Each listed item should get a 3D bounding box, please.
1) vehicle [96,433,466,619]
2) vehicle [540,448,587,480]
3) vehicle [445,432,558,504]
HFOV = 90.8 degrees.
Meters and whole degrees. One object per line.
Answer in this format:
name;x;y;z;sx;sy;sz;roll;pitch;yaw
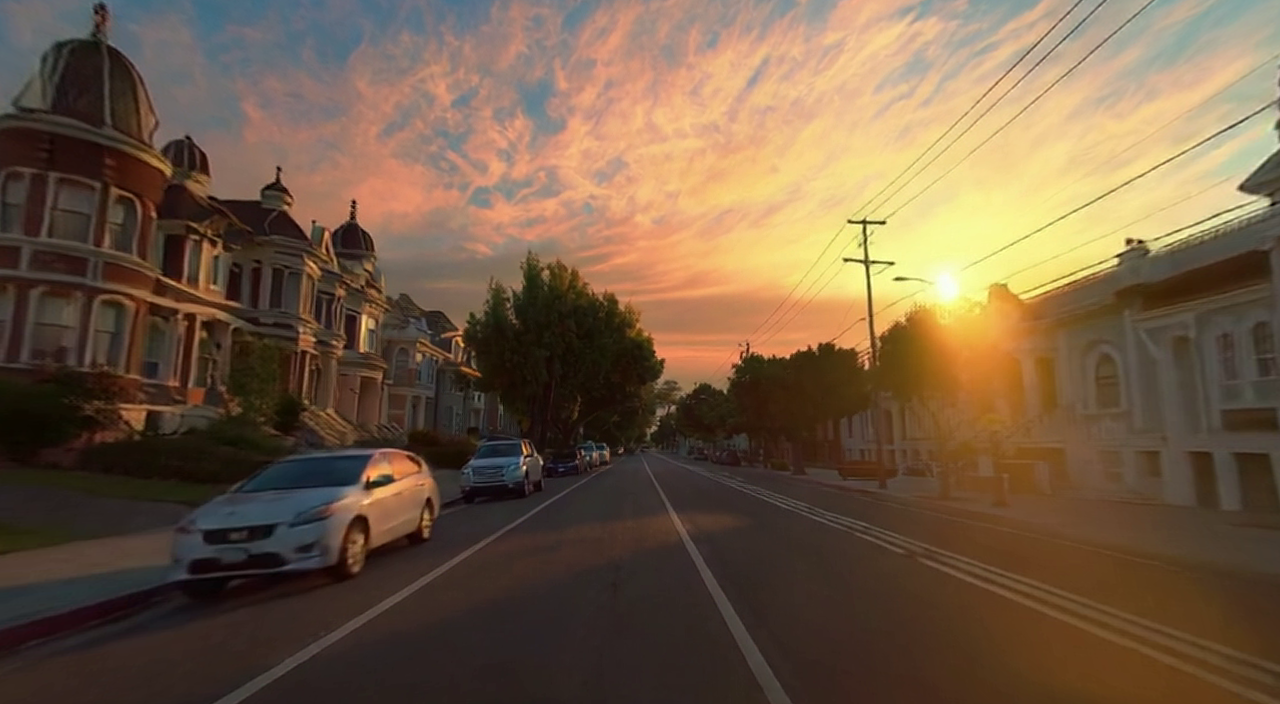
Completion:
vehicle;-3.708;1.830;7.783;1.825;1.542;4.715;0;-8;-1
vehicle;-4.021;6.016;34.114;1.917;1.516;4.898;-2;-9;0
vehicle;-4.055;3.520;19.681;2.189;1.887;5.616;-1;-9;1
